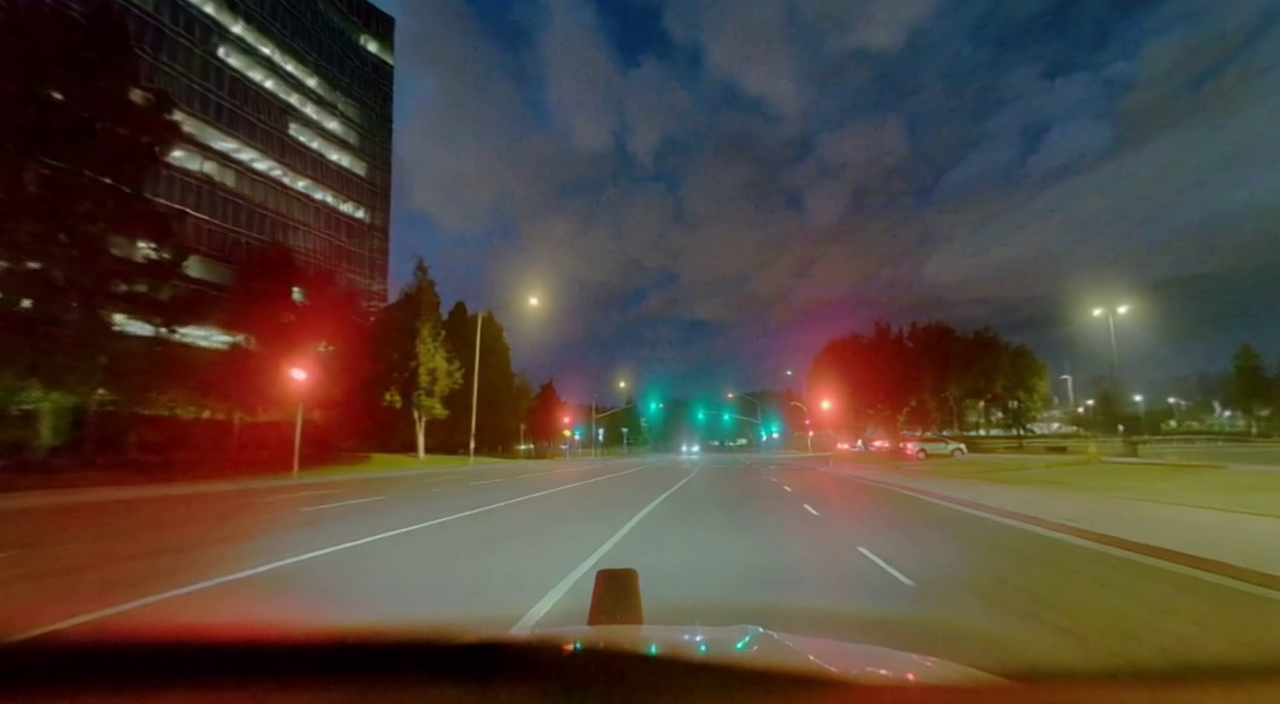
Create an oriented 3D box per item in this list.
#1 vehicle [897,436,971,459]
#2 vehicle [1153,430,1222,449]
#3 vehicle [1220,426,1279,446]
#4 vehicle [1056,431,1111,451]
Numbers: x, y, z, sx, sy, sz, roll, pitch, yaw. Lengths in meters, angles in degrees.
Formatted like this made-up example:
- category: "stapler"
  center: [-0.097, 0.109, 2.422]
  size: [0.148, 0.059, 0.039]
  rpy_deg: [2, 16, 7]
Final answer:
- category: "vehicle"
  center: [18.983, 6.159, 40.992]
  size: [3.991, 1.437, 1.679]
  rpy_deg: [-1, -9, 8]
- category: "vehicle"
  center: [42.650, 6.845, 49.380]
  size: [1.828, 1.452, 4.242]
  rpy_deg: [-1, -9, 5]
- category: "vehicle"
  center: [47.471, 6.542, 48.797]
  size: [1.758, 1.451, 4.282]
  rpy_deg: [-1, -9, 7]
- category: "vehicle"
  center: [34.932, 7.068, 49.965]
  size: [1.805, 1.466, 4.236]
  rpy_deg: [-2, -9, 9]
